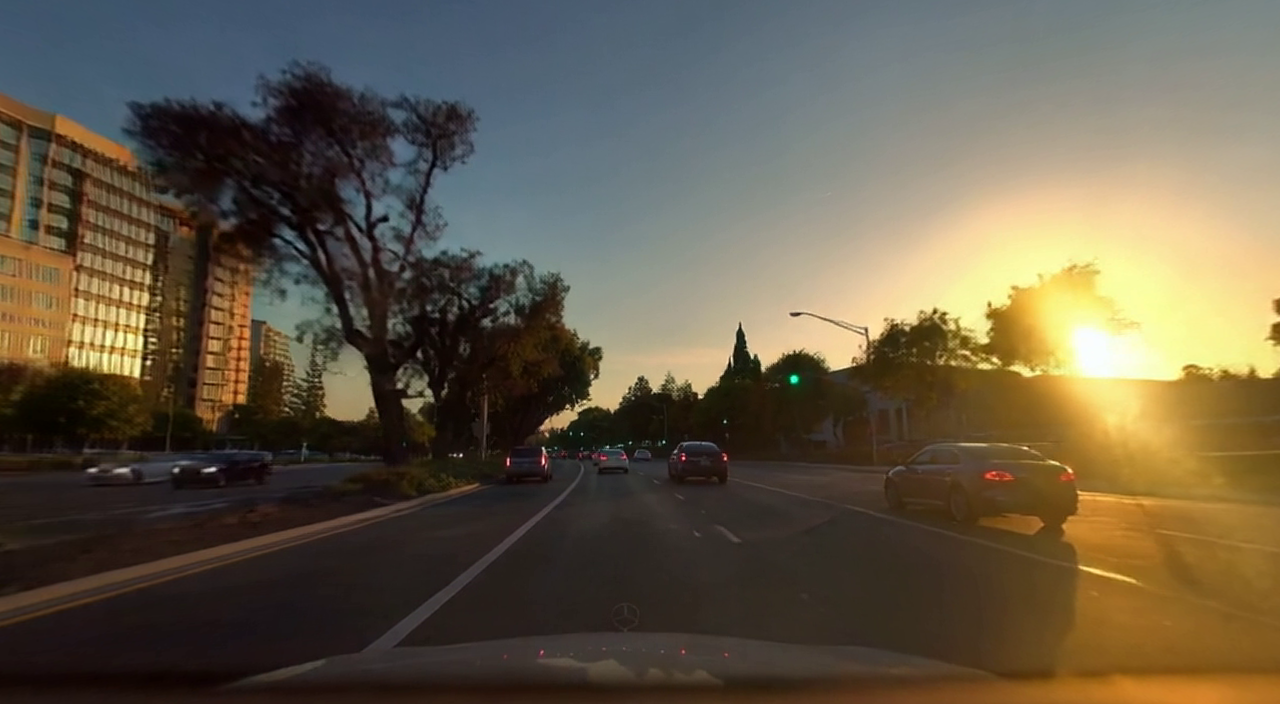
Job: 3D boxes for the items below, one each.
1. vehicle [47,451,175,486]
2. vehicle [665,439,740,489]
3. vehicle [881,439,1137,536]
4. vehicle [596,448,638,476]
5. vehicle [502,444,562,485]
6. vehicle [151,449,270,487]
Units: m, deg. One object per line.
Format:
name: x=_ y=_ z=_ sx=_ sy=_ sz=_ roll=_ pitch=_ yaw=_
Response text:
vehicle: x=-25.004 y=5.512 z=30.157 sx=2.016 sy=1.475 sz=4.706 roll=0 pitch=-8 yaw=0
vehicle: x=2.271 y=4.230 z=24.253 sx=2.161 sy=1.716 sz=4.194 roll=0 pitch=-8 yaw=-4
vehicle: x=6.301 y=2.330 z=11.540 sx=1.945 sy=1.408 sz=4.288 roll=0 pitch=-8 yaw=-3
vehicle: x=-1.380 y=6.251 z=36.236 sx=2.155 sy=1.486 sz=4.403 roll=1 pitch=-8 yaw=-5
vehicle: x=-4.791 y=5.027 z=28.621 sx=2.172 sy=1.671 sz=4.175 roll=0 pitch=-8 yaw=-3
vehicle: x=-18.548 y=4.990 z=27.638 sx=1.918 sy=1.469 sz=4.780 roll=0 pitch=-8 yaw=-1
